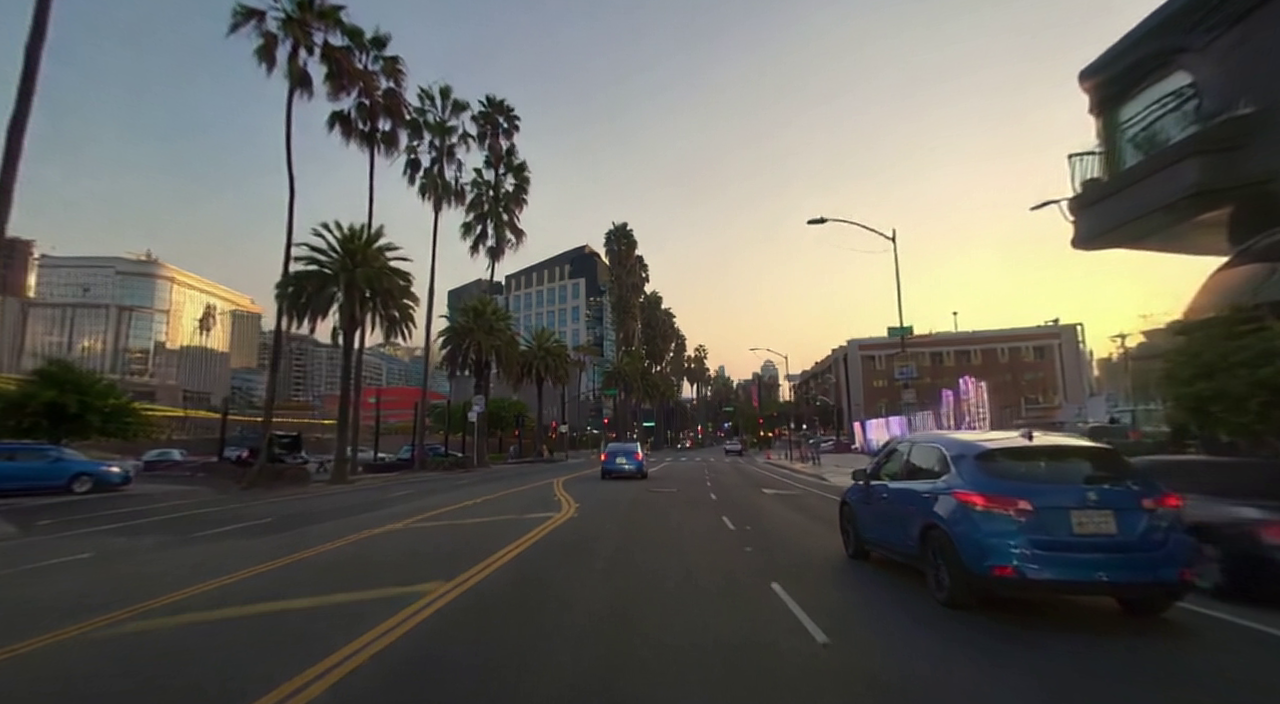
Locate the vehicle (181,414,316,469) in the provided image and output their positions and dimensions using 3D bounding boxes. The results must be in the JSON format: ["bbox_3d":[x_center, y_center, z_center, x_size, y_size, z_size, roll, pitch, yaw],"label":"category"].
[{"bbox_3d":[-20.873,4.867,34.093,2.198,2.684,5.751,-4,-10,25],"label":"vehicle"}]

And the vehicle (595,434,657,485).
[{"bbox_3d":[-0.463,3.903,23.251,2.063,1.664,4.471,0,-9,0],"label":"vehicle"}]

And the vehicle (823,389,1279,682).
[{"bbox_3d":[3.315,1.366,5.841,1.983,1.654,4.354,0,-9,1],"label":"vehicle"}]

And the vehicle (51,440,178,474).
[{"bbox_3d":[-29.200,5.815,35.326,1.863,1.733,4.974,-5,-10,27],"label":"vehicle"}]

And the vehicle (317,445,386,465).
[{"bbox_3d":[-22.190,7.948,48.847,1.800,1.462,4.752,-4,-9,25],"label":"vehicle"}]
